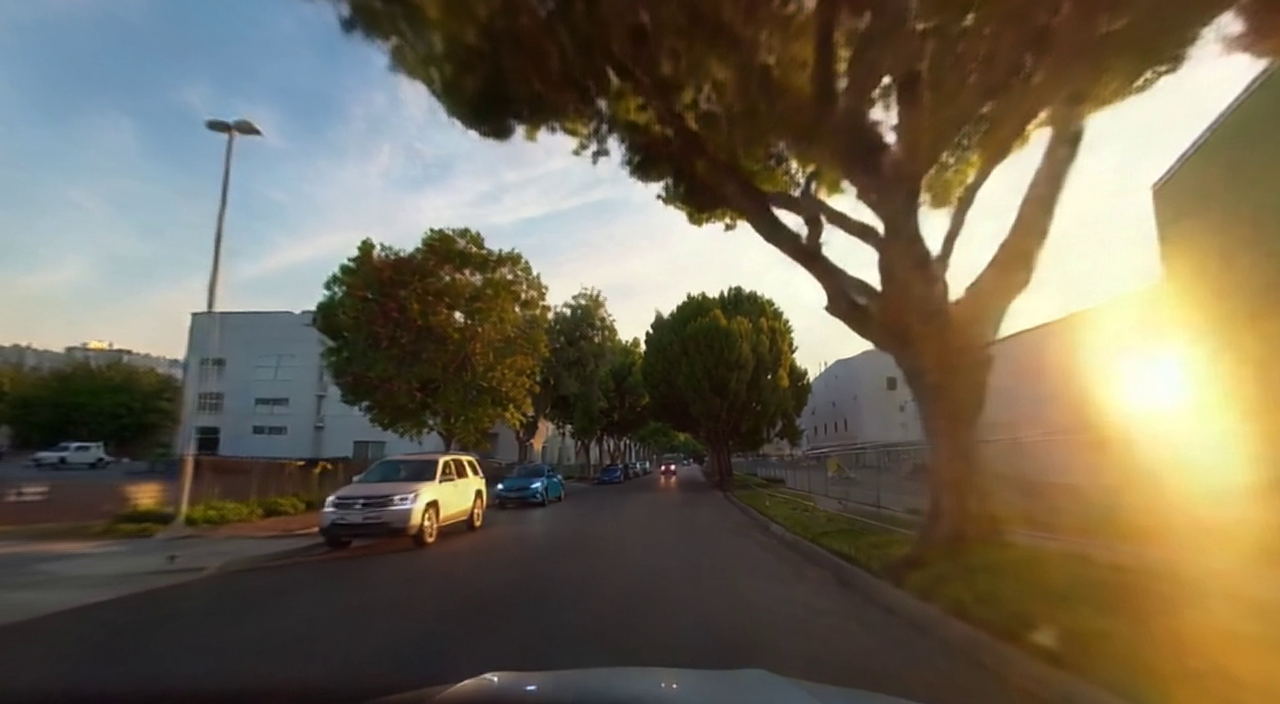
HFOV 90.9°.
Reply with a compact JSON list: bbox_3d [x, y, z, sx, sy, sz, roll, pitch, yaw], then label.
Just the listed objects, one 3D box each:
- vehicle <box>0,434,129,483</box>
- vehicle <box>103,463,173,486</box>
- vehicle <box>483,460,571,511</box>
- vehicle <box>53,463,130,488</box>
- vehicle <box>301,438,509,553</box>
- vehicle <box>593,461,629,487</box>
[{"bbox_3d":[-39.258,7.346,43.256,2.519,3.043,6.151,0,-10,5],"label":"vehicle"},{"bbox_3d":[-31.719,7.747,39.908,1.590,1.392,3.279,0,-11,2],"label":"vehicle"},{"bbox_3d":[-3.707,4.472,21.471,1.903,1.542,4.115,-2,-10,5],"label":"vehicle"},{"bbox_3d":[-34.713,7.819,39.990,1.576,1.410,3.430,1,-10,3],"label":"vehicle"},{"bbox_3d":[-4.219,2.677,12.350,2.022,1.776,4.625,-2,-10,4],"label":"vehicle"},{"bbox_3d":[-1.915,8.240,42.642,2.011,1.596,3.760,-1,-10,3],"label":"vehicle"}]
